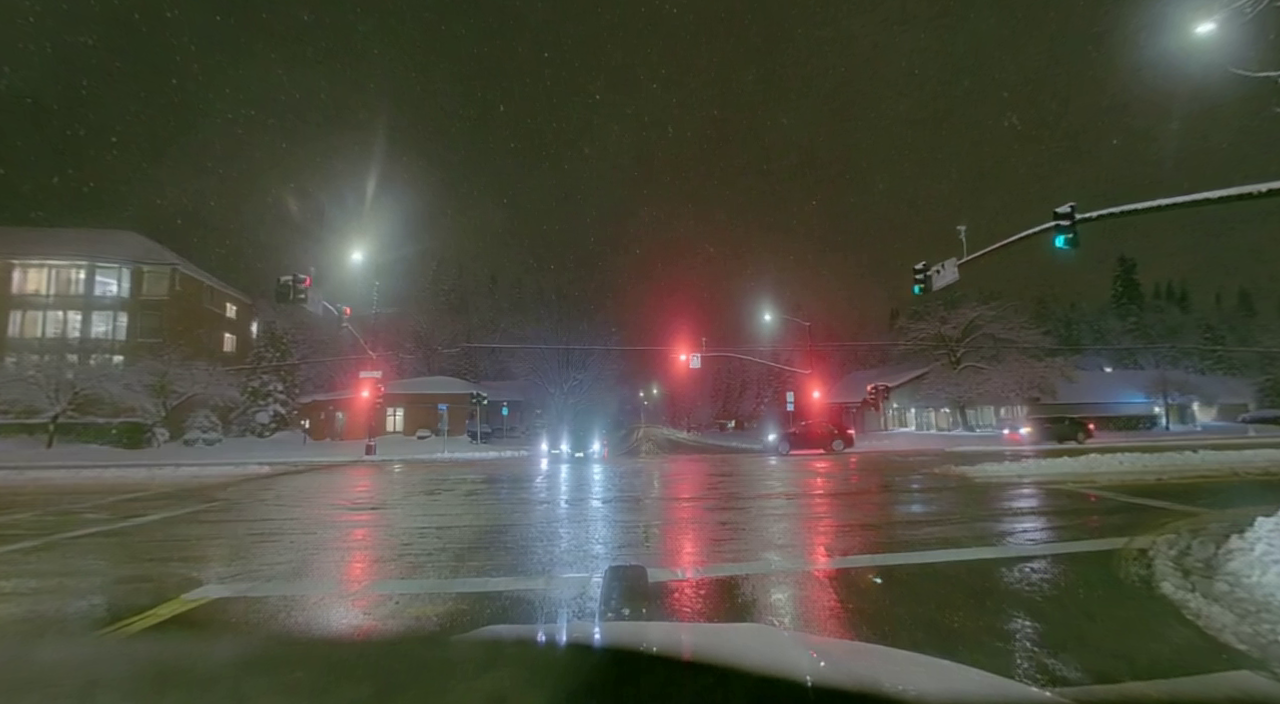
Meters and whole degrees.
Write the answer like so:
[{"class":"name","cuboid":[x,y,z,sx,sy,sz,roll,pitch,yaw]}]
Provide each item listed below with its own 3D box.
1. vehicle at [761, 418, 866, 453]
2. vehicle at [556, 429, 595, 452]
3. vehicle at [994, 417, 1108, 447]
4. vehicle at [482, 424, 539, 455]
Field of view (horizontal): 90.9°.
[{"class":"vehicle","cuboid":[8.190,3.985,30.022,4.407,1.569,1.859,1,-9,-5]},{"class":"vehicle","cuboid":[-4.392,6.161,43.759,1.919,1.467,4.086,-1,-9,6]},{"class":"vehicle","cuboid":[20.647,4.037,31.738,4.510,1.431,1.884,1,-9,-6]},{"class":"vehicle","cuboid":[-8.294,5.733,40.893,2.000,1.864,5.044,-1,-9,7]}]
